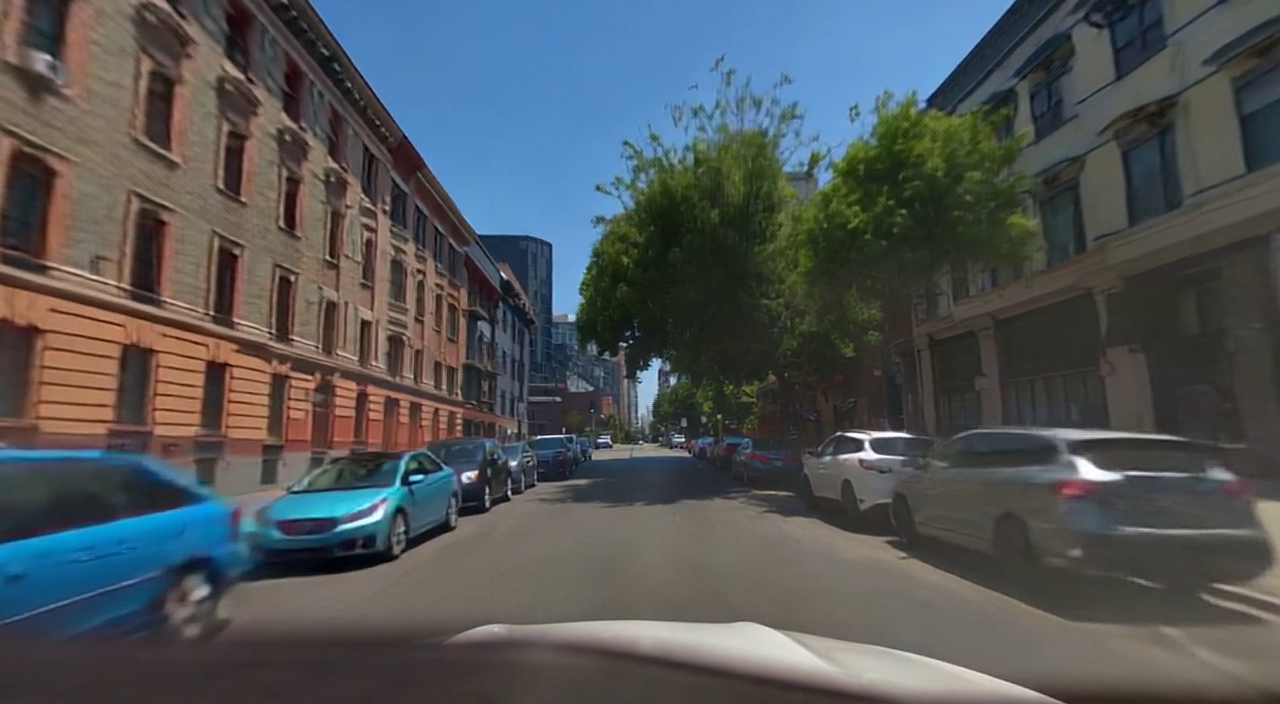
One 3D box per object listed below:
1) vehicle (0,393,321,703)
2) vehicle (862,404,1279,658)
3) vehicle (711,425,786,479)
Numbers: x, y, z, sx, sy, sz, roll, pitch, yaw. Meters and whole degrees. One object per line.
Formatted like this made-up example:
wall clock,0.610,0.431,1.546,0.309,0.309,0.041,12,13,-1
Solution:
vehicle,-3.472,0.992,2.912,1.859,1.508,4.144,2,-3,-1
vehicle,3.738,1.361,5.864,1.896,1.549,3.845,0,-8,0
vehicle,3.952,3.711,23.736,1.879,1.802,4.574,0,-8,-1
